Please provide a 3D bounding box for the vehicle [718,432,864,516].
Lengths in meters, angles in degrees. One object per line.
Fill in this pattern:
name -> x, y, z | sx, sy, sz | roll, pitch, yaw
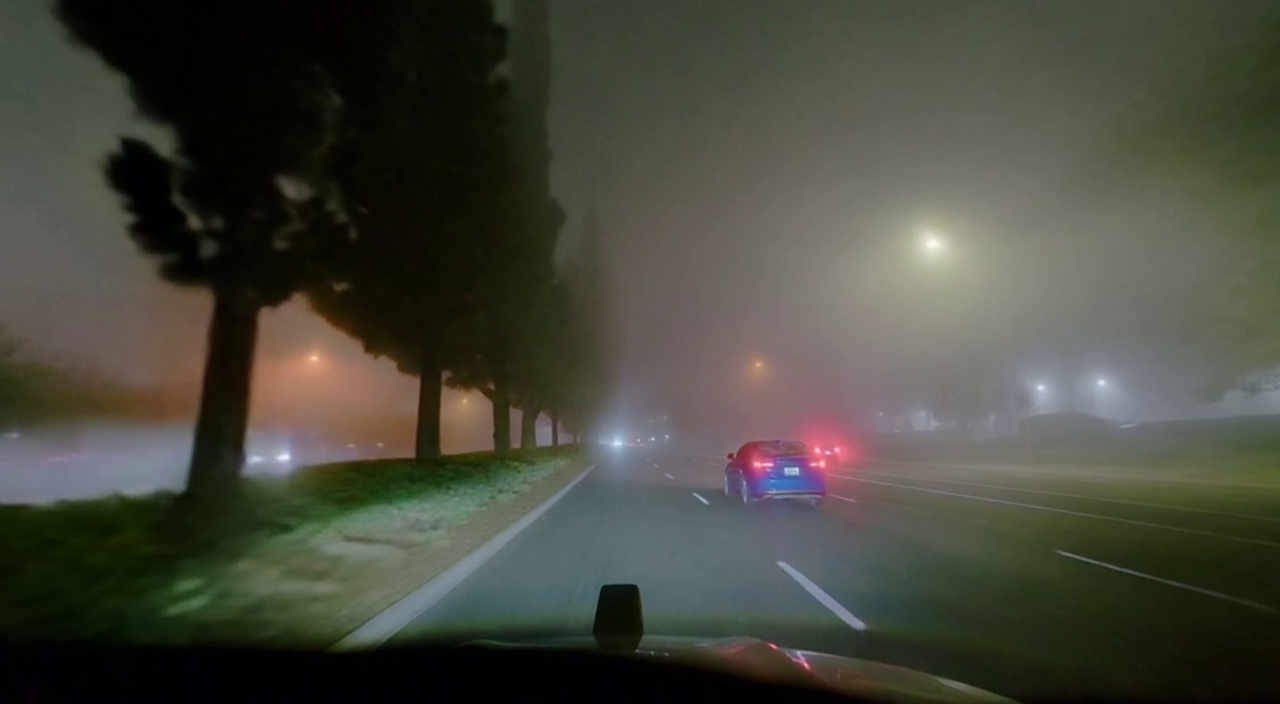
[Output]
vehicle -> 2.961, 2.489, 13.464 | 1.950, 1.473, 4.259 | 0, -8, -2

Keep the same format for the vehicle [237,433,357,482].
vehicle -> -15.098, 4.660, 28.324 | 2.234, 1.957, 5.941 | 0, -8, -2
